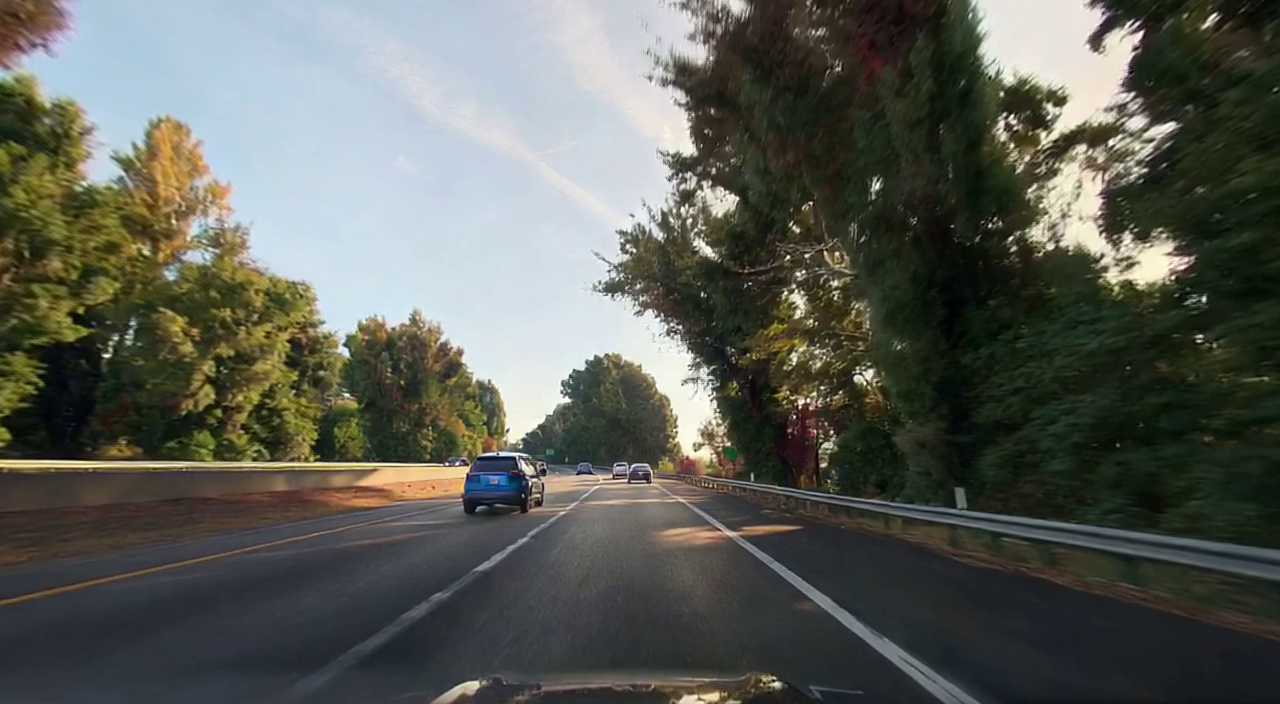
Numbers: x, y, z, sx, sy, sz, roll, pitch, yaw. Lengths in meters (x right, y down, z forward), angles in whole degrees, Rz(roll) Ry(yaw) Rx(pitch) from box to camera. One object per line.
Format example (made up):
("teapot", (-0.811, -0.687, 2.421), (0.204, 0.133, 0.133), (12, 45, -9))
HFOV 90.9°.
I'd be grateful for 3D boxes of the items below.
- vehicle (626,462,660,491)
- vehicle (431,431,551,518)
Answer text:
("vehicle", (0.142, 7.301, 37.018), (1.905, 1.559, 3.491), (1, -10, -1))
("vehicle", (-4.034, 3.471, 18.075), (2.237, 2.113, 4.815), (1, -10, 0))
